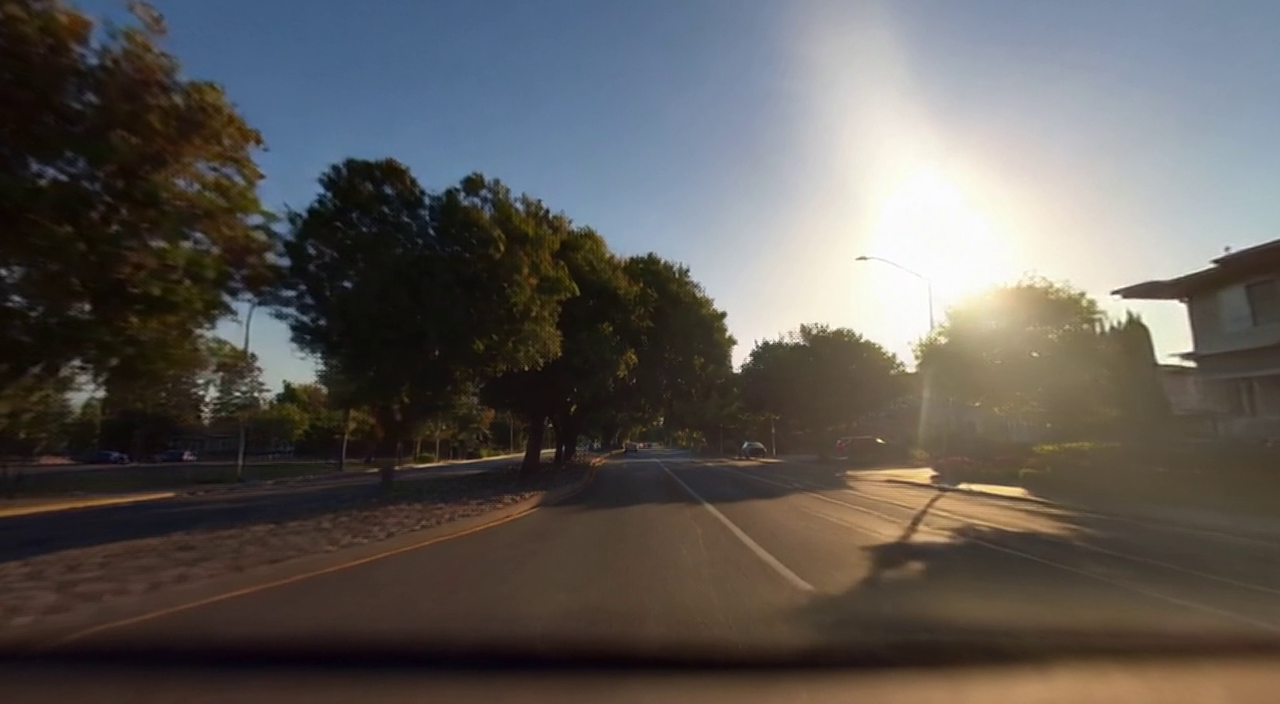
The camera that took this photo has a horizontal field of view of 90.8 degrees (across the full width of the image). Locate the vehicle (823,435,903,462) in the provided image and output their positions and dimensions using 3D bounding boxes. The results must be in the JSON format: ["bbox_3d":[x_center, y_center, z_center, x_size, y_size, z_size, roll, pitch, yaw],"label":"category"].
[{"bbox_3d":[15.204,6.617,43.190,4.605,1.779,2.135,0,-9,-1],"label":"vehicle"}]
